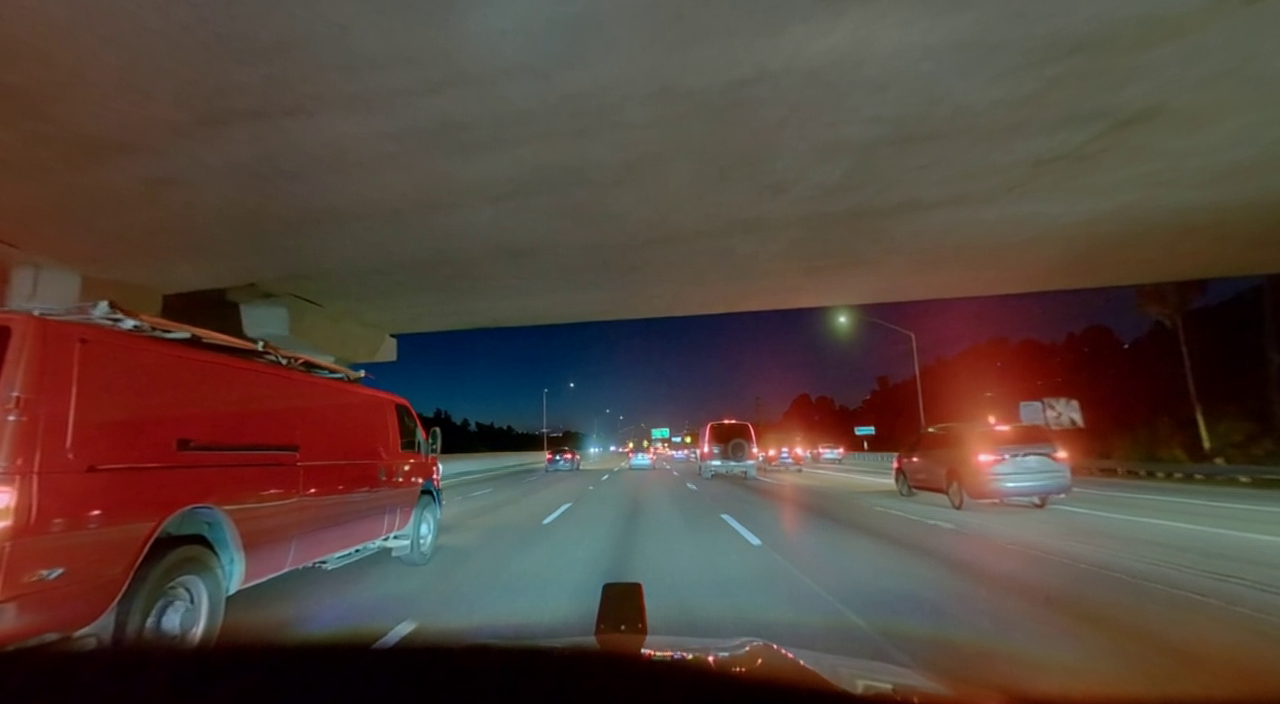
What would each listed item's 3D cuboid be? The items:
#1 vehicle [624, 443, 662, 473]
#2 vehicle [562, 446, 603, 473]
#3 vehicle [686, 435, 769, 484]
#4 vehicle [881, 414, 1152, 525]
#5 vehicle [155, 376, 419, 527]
[{"bbox_3d":[0.165,6.166,36.837,2.115,1.617,4.102,0,-9,0],"label":"vehicle"},{"bbox_3d":[-3.341,6.340,37.415,1.970,1.483,4.071,0,-9,1],"label":"vehicle"},{"bbox_3d":[3.645,4.641,27.556,2.777,1.895,5.710,0,-9,0],"label":"vehicle"},{"bbox_3d":[7.468,2.416,13.569,2.304,1.840,5.706,0,-9,0],"label":"vehicle"},{"bbox_3d":[-7.544,2.275,14.720,2.336,2.708,6.421,0,-9,1],"label":"vehicle"}]
